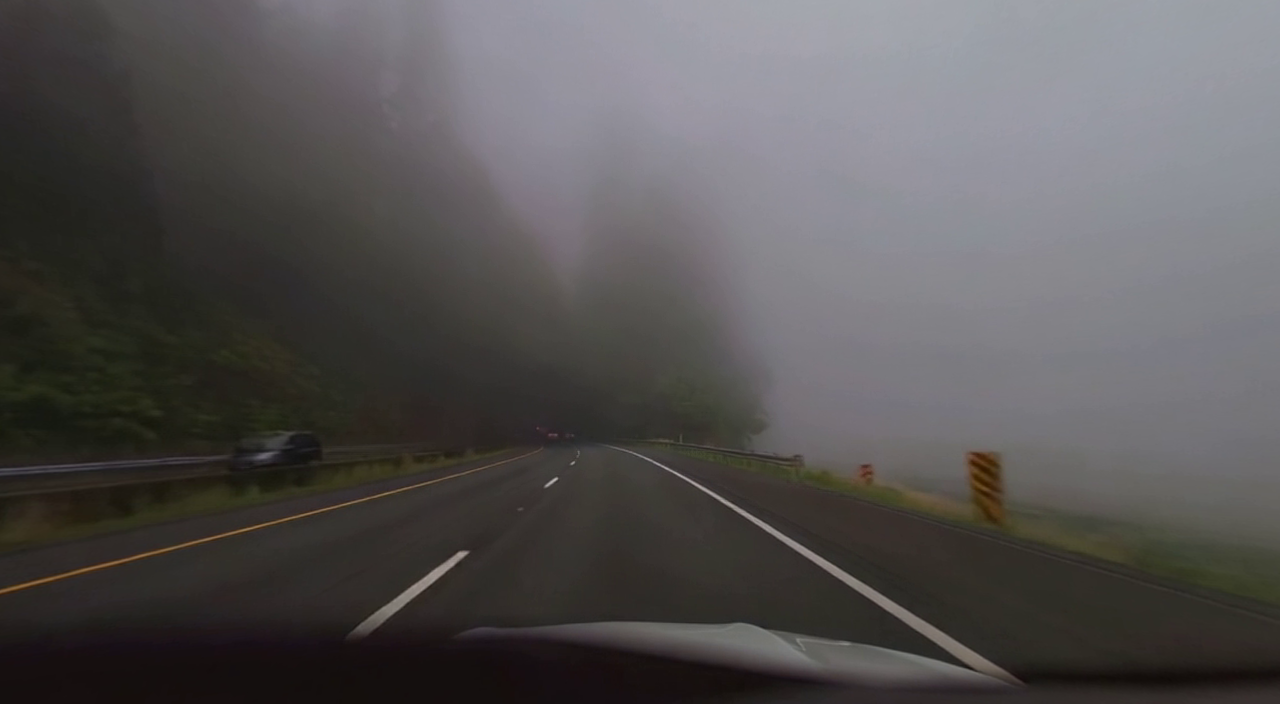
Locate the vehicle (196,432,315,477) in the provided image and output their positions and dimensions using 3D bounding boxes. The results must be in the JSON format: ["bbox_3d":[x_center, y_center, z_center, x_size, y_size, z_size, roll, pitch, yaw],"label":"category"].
[{"bbox_3d":[-15.008,4.004,24.935,2.206,1.596,4.262,0,-8,-4],"label":"vehicle"}]
